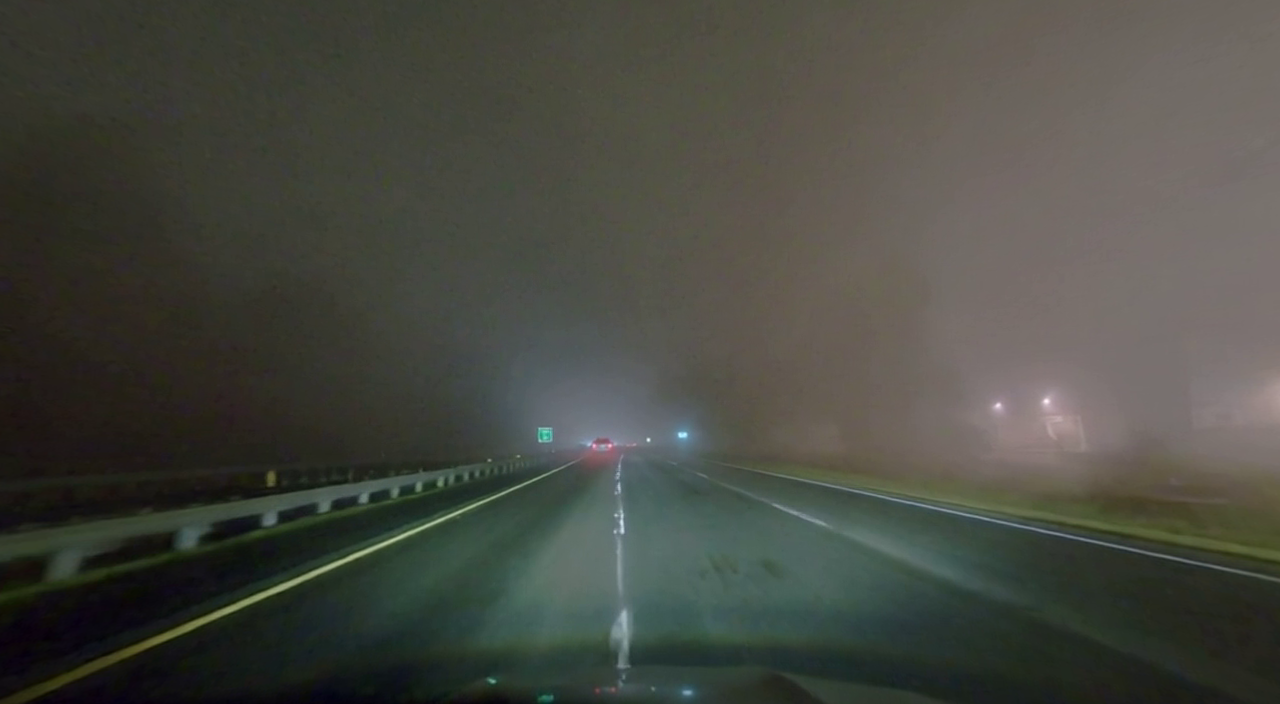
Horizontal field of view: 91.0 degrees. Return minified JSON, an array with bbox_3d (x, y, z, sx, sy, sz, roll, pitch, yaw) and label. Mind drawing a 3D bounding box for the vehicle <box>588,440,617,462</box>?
[{"bbox_3d":[-2.809,7.533,48.006,2.009,1.554,4.013,0,-8,-1],"label":"vehicle"}]
